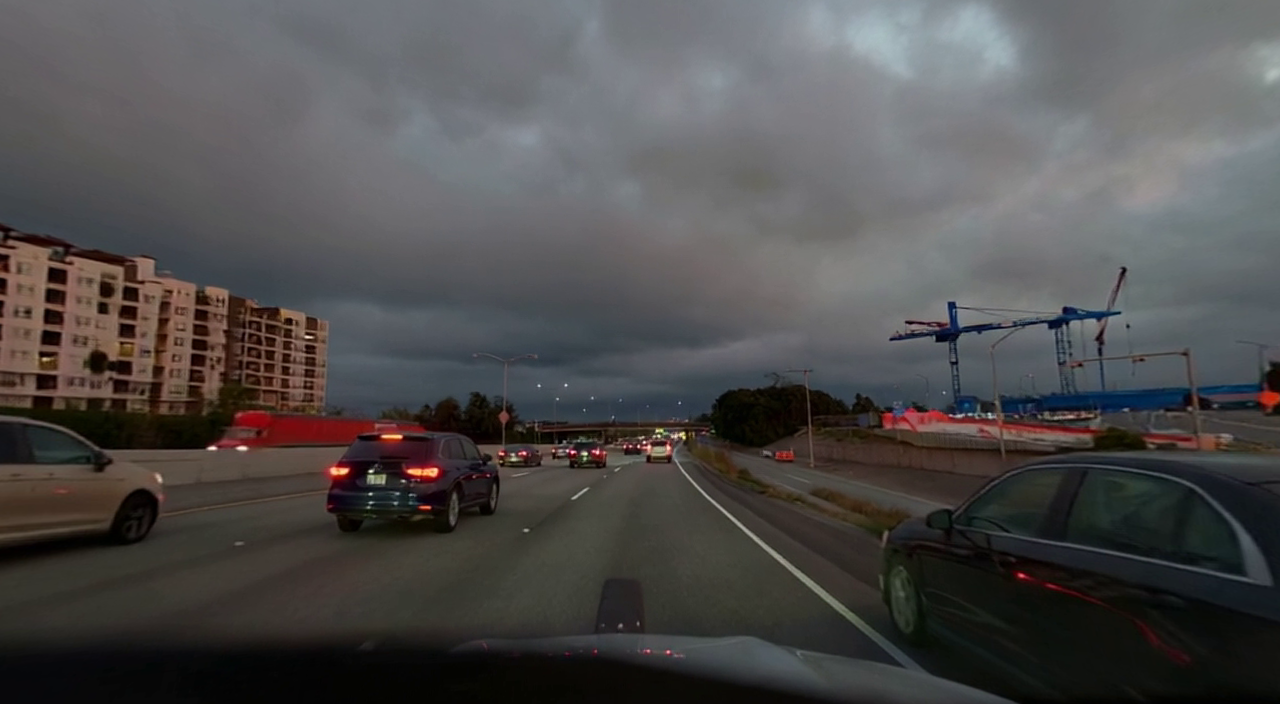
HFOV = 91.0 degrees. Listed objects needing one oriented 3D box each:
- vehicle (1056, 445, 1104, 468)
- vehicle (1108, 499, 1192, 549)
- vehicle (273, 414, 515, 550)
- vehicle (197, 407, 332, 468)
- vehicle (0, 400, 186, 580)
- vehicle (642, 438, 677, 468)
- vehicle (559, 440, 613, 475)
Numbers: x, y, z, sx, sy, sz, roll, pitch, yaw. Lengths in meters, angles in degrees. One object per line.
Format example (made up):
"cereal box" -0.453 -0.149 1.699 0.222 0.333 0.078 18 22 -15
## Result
"vehicle" 32.304 7.616 46.341 1.840 1.533 4.657 -3 -9 22
"vehicle" 22.191 7.436 27.581 1.873 1.547 4.240 -4 -9 27
"vehicle" -3.579 1.974 10.269 2.045 1.710 4.382 0 -8 2
"vehicle" -22.732 5.332 38.884 2.938 3.320 8.188 0 -8 2
"vehicle" -7.237 1.331 6.106 2.113 1.724 4.656 0 -8 1
"vehicle" 1.210 6.507 40.707 2.116 1.763 4.352 0 -8 1
"vehicle" -2.725 5.445 32.909 2.109 1.657 4.554 0 -8 4
